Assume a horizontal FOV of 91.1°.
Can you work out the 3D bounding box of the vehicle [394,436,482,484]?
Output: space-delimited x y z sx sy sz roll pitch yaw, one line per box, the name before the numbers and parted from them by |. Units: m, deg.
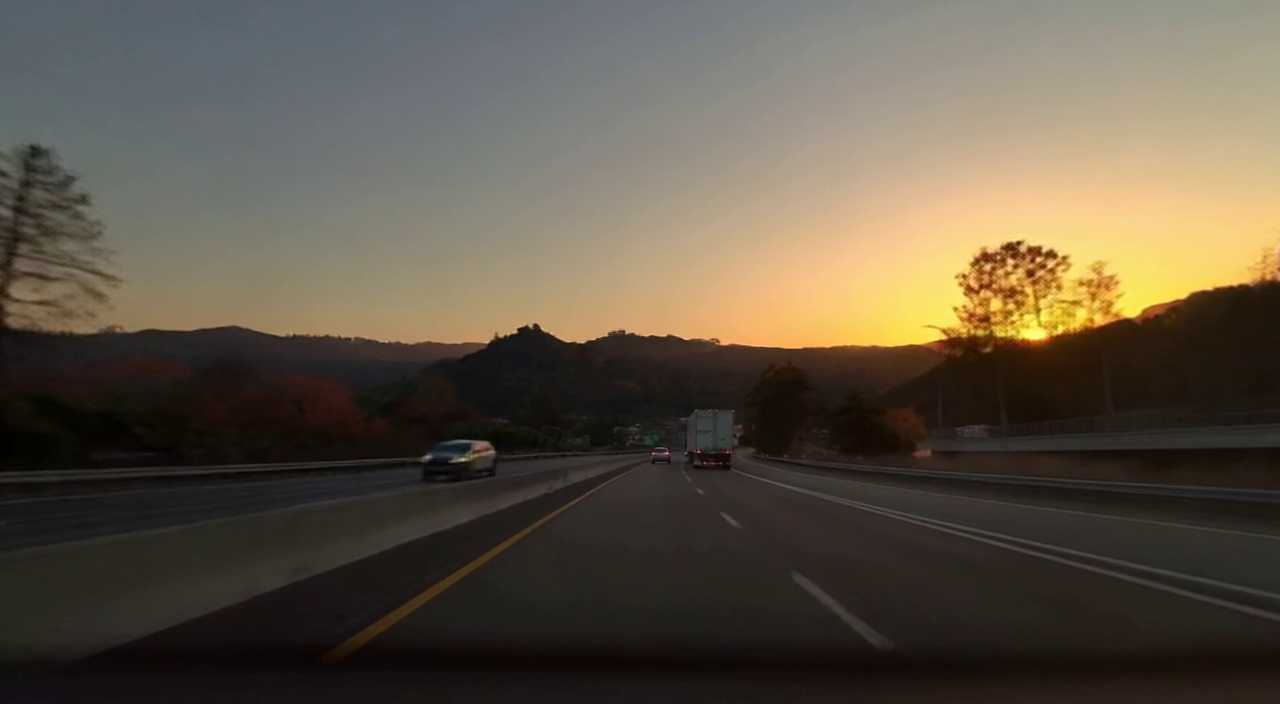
vehicle | -11.017 5.955 35.006 2.407 2.392 6.388 -1 -9 3
